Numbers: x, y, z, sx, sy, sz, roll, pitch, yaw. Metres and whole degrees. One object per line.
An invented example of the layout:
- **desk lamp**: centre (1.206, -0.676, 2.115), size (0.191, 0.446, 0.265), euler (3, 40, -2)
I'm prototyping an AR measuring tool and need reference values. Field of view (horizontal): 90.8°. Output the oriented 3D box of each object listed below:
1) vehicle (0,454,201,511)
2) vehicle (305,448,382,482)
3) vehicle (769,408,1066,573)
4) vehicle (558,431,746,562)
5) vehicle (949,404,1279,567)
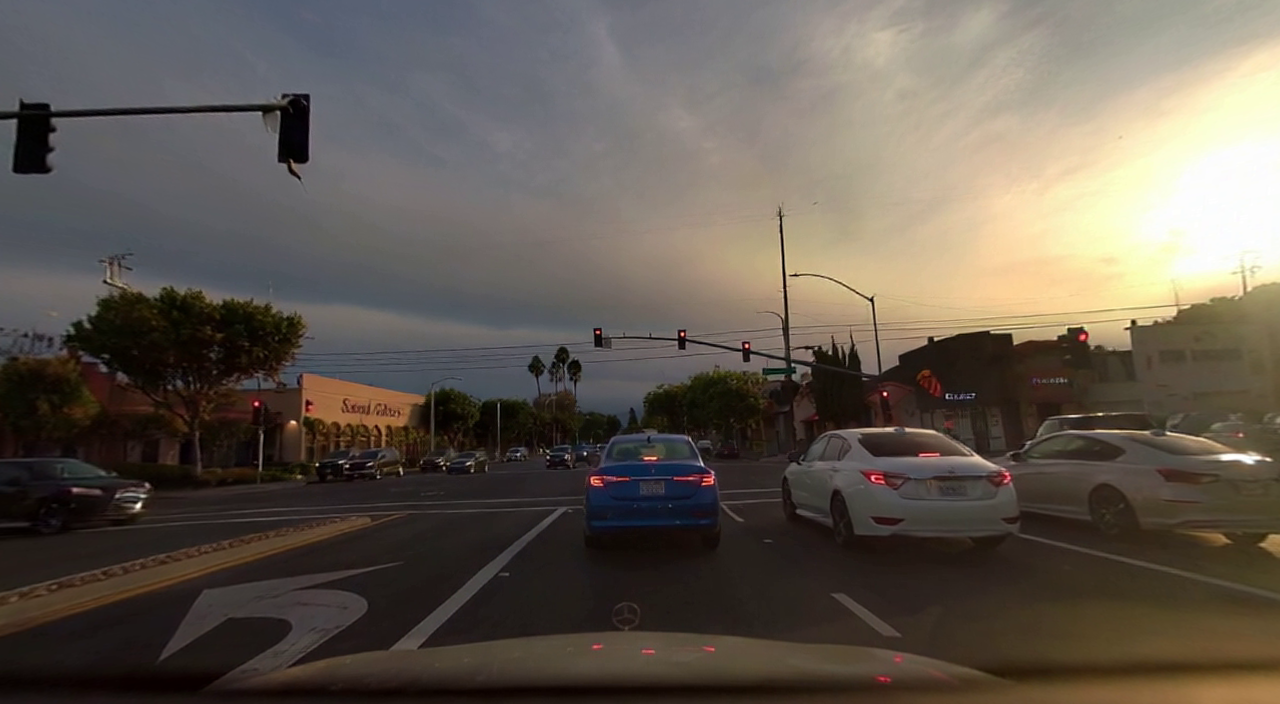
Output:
- **vehicle**: centre (-18.151, 4.349, 21.421), size (4.780, 1.669, 2.232), euler (2, -9, -16)
- **vehicle**: centre (-18.572, 7.071, 39.948), size (2.324, 1.911, 5.610), euler (0, -9, -2)
- **vehicle**: centre (3.272, 1.745, 8.769), size (1.973, 1.633, 4.717), euler (0, -9, 0)
- **vehicle**: centre (0.112, 1.952, 9.291), size (2.135, 1.468, 4.076), euler (0, -8, -1)
- **vehicle**: centre (6.466, 1.722, 8.865), size (2.009, 1.700, 4.275), euler (0, -8, -1)
